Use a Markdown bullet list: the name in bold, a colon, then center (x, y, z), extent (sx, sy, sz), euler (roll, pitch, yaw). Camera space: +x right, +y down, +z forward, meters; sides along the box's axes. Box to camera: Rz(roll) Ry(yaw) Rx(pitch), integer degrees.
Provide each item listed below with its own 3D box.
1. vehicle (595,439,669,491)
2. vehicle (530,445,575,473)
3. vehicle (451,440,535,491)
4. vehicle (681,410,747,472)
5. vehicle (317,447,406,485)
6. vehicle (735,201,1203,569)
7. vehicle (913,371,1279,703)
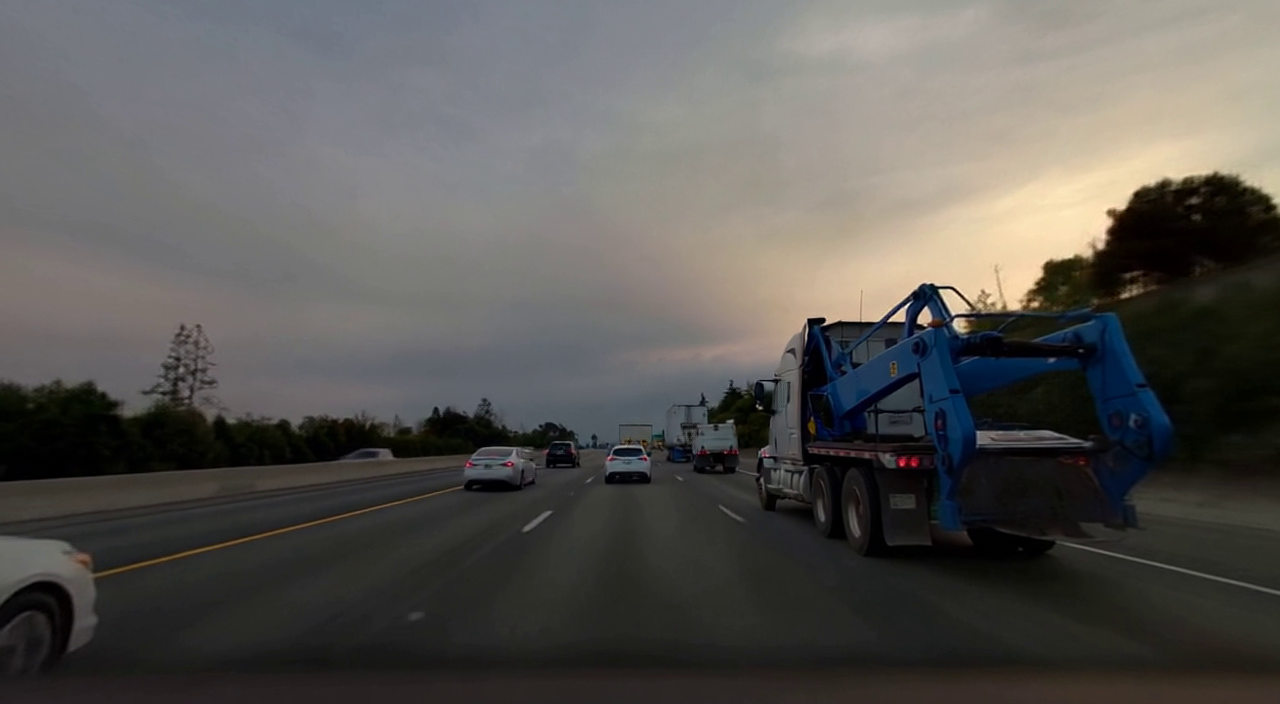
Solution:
- **vehicle**: center (-0.293, 3.602, 20.301), extent (2.150, 1.498, 3.988), euler (0, -9, -1)
- **vehicle**: center (-4.961, 6.137, 36.165), extent (1.924, 1.481, 4.264), euler (0, -9, 1)
- **vehicle**: center (-4.785, 3.744, 20.990), extent (1.858, 1.527, 3.974), euler (0, -9, 0)
- **vehicle**: center (3.662, 4.686, 32.676), extent (2.416, 2.829, 7.016), euler (0, -9, -1)
- **vehicle**: center (-12.118, 4.969, 27.646), extent (1.869, 1.541, 4.519), euler (0, -9, 0)
- **vehicle**: center (3.765, 0.885, 10.332), extent (2.975, 3.618, 8.456), euler (0, -9, -1)
- **vehicle**: center (3.955, 0.964, 3.021), extent (2.599, 1.631, 5.693), euler (0, -9, -1)
